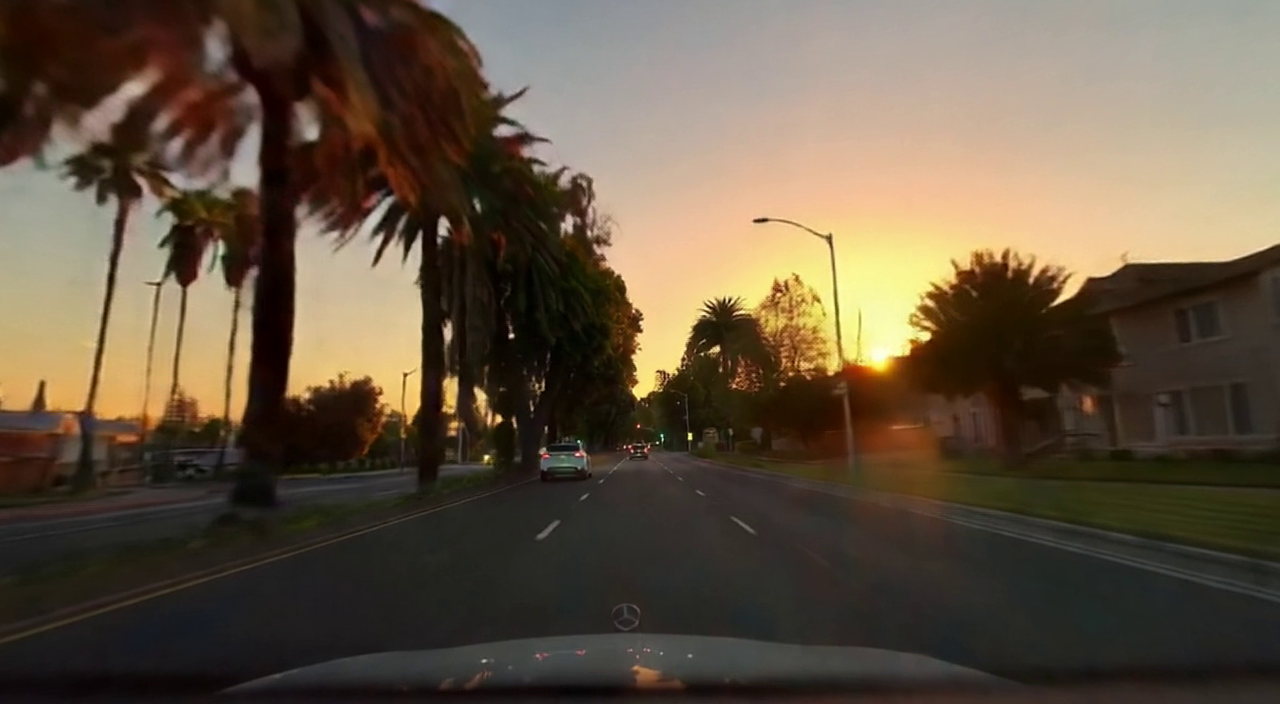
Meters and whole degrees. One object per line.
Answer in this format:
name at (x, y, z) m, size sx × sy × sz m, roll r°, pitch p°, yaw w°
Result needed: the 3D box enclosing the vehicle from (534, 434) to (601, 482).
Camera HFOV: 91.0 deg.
vehicle at (-3.193, 4.871, 29.140) m, size 2.370 × 1.968 × 5.698 m, roll 0°, pitch -9°, yaw 0°
